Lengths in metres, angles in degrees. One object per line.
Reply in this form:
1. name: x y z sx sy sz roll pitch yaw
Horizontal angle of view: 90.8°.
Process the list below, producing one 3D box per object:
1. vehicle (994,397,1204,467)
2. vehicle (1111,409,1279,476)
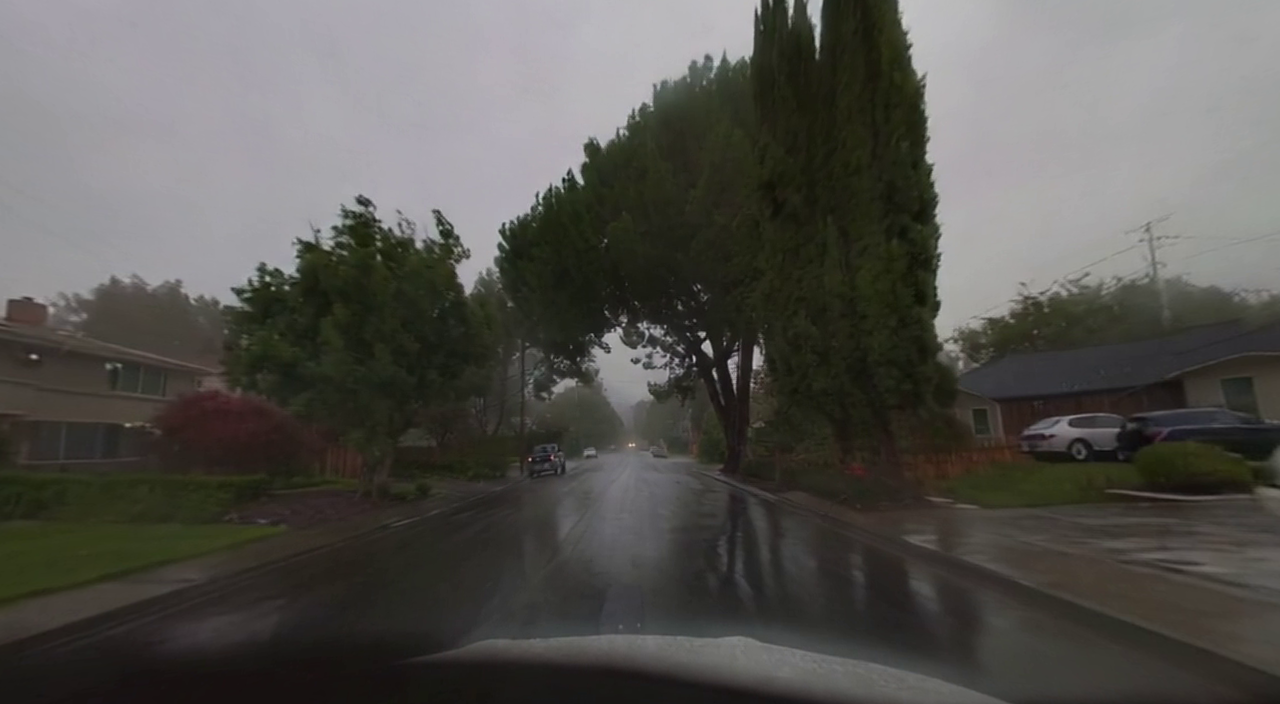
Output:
1. vehicle: 14.169 2.508 19.743 4.833 1.843 2.094 -2 -8 -1
2. vehicle: 14.930 2.306 16.253 4.045 1.570 1.864 -1 -7 1
